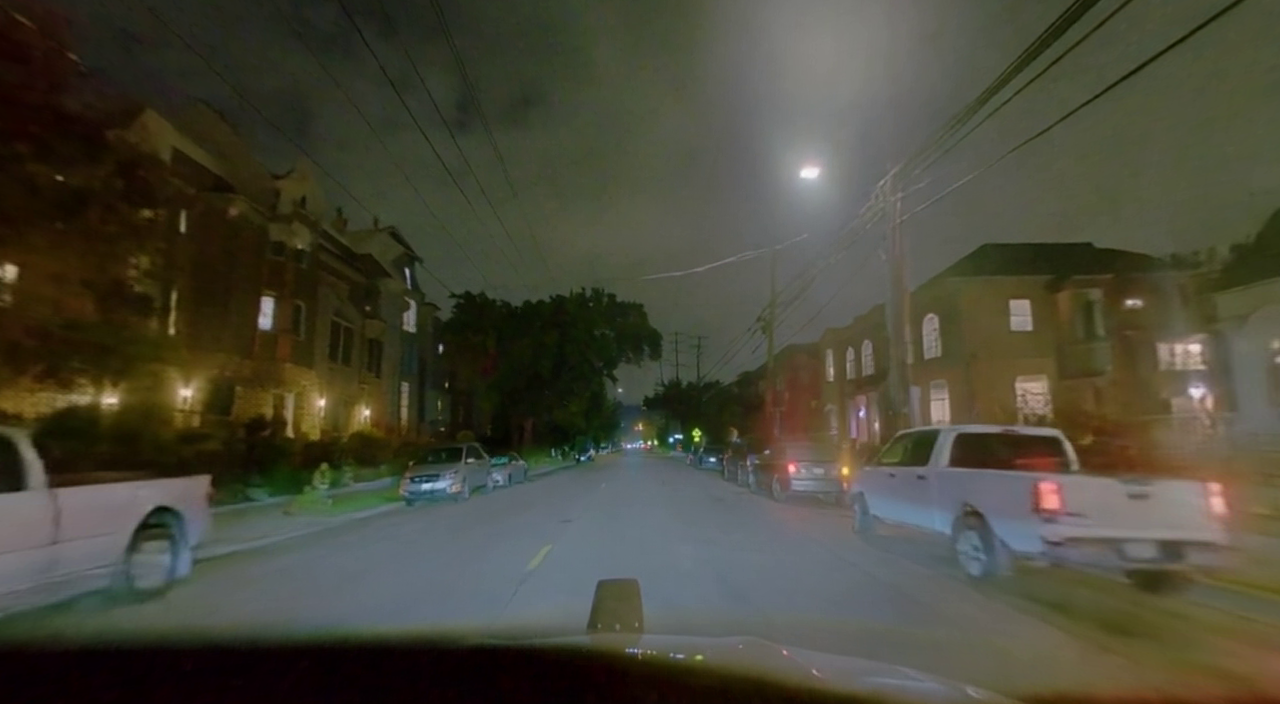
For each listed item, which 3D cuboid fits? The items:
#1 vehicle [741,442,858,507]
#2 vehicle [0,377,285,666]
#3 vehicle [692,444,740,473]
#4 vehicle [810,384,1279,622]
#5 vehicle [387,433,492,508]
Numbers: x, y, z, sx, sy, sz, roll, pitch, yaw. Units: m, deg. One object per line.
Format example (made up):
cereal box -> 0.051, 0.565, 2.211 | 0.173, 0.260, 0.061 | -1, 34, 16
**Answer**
vehicle -> 3.930, 3.083, 16.380 | 1.804, 1.422, 4.497 | 0, -9, -1
vehicle -> -5.402, 1.241, 4.699 | 2.285, 1.895, 5.883 | -2, -8, -2
vehicle -> 4.096, 5.821, 34.722 | 1.930, 1.470, 4.738 | 0, -9, -1
vehicle -> 4.116, 1.604, 7.806 | 2.279, 1.848, 5.577 | 1, -9, -2
vehicle -> -5.746, 3.388, 18.724 | 2.046, 1.825, 4.627 | -2, -8, -6
